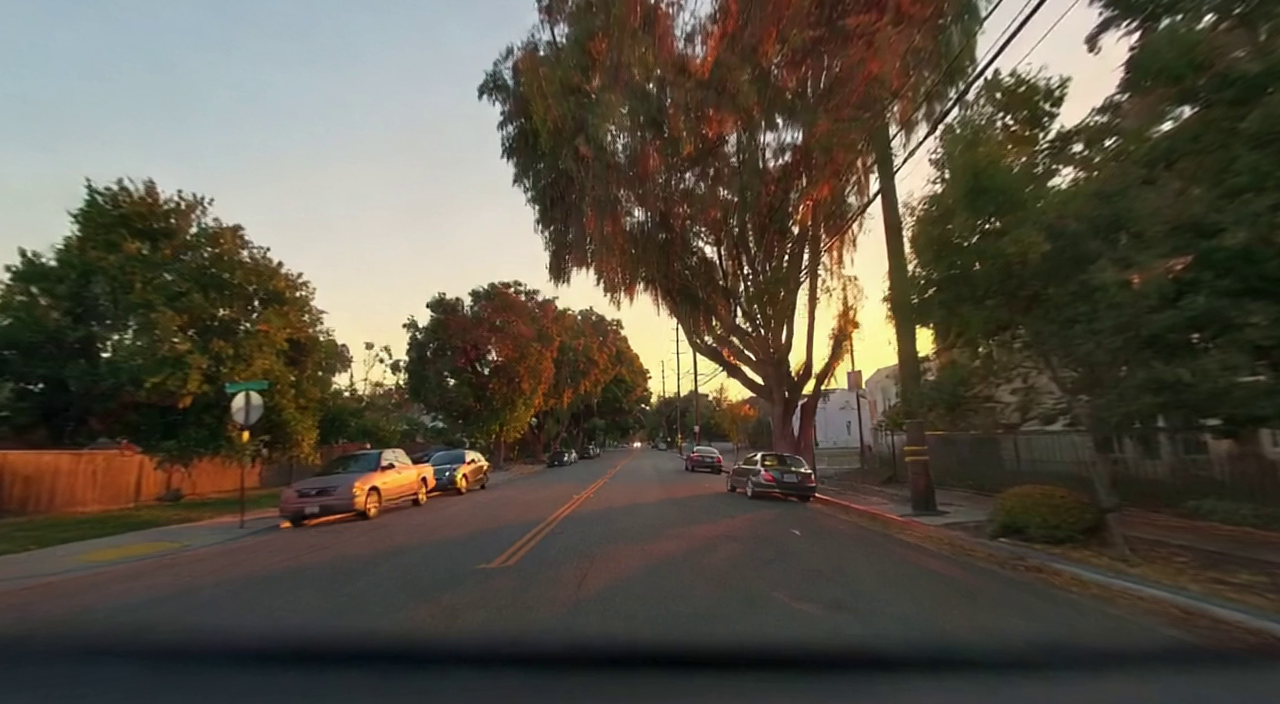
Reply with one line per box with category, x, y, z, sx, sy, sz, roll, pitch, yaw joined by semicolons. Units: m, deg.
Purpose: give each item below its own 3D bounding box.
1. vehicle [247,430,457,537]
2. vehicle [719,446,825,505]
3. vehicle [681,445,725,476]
vehicle;-6.304;2.916;14.834;2.382;1.869;5.476;-4;-9;0
vehicle;3.442;3.283;17.316;1.802;1.382;4.300;0;-8;-3
vehicle;3.206;5.625;32.992;1.843;1.495;3.930;0;-8;-1
